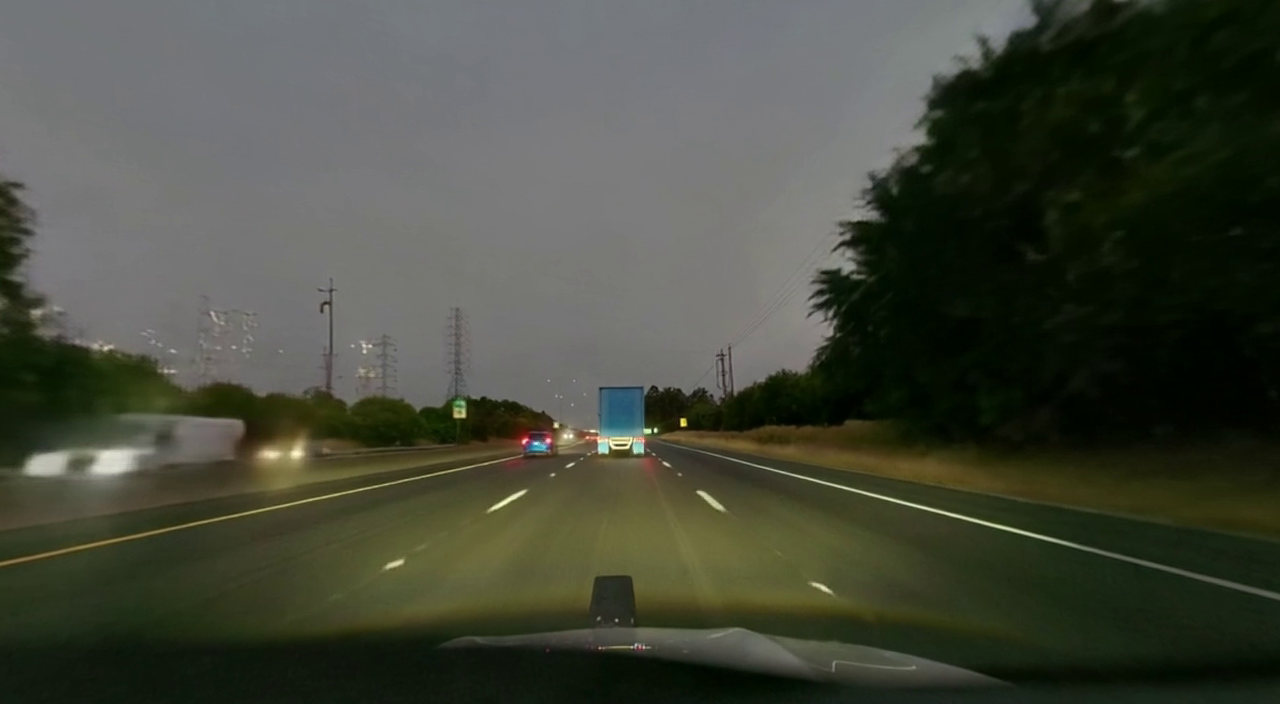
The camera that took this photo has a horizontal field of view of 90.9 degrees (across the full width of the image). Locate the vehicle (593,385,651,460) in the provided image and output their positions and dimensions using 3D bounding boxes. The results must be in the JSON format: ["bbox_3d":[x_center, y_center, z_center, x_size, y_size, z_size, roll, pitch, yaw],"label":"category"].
[{"bbox_3d":[-1.091,4.277,37.301,2.955,3.851,9.915,0,-8,-2],"label":"vehicle"}]

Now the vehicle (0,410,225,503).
[{"bbox_3d":[-12.608,2.419,15.090,2.155,1.864,4.737,0,-8,-2],"label":"vehicle"}]

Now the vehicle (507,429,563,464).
[{"bbox_3d":[-5.202,4.732,31.788,2.117,1.618,4.480,0,-8,0],"label":"vehicle"}]
